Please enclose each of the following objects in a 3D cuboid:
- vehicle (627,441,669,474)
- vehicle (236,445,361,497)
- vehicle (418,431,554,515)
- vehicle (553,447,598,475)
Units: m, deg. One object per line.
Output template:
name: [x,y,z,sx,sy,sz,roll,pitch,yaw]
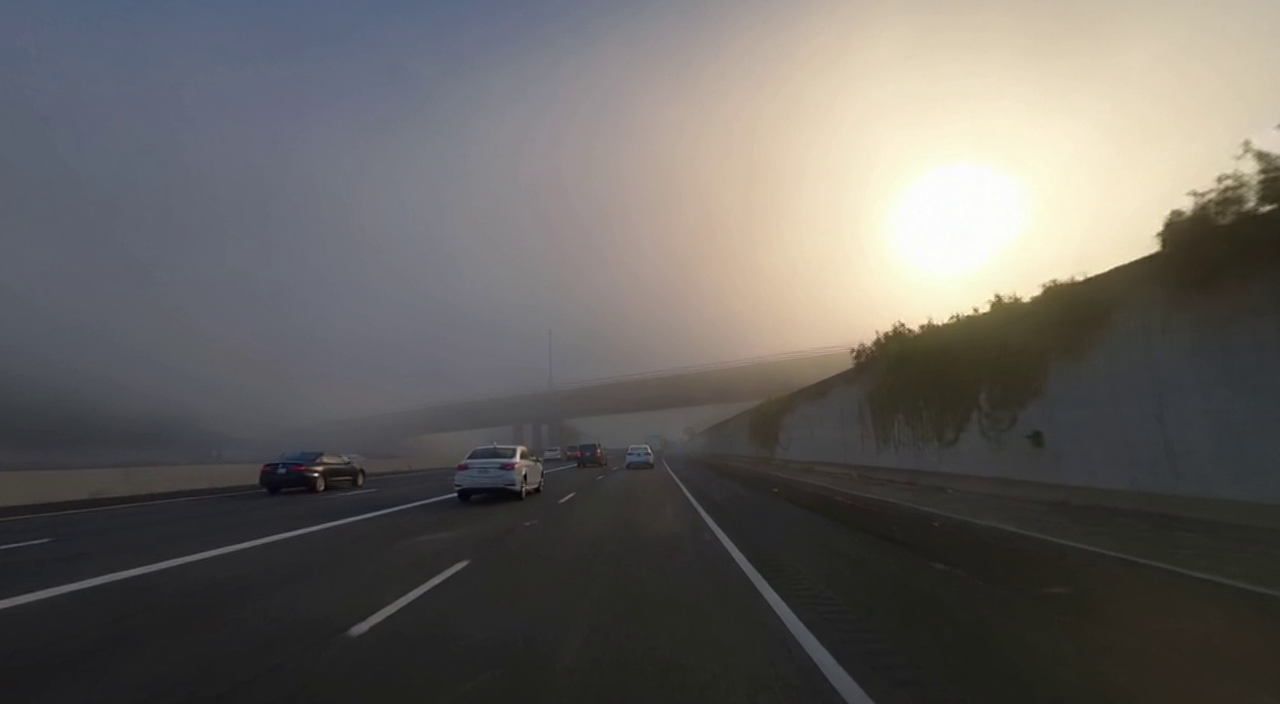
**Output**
vehicle: [0.431,5.706,34.149,2.160,1.678,4.178,0,-8,0]
vehicle: [-12.017,4.174,22.495,1.954,1.640,4.339,0,-8,1]
vehicle: [-3.585,2.897,15.643,2.161,1.759,4.482,0,-8,1]
vehicle: [-3.652,6.214,36.139,1.997,1.490,4.471,0,-8,2]
